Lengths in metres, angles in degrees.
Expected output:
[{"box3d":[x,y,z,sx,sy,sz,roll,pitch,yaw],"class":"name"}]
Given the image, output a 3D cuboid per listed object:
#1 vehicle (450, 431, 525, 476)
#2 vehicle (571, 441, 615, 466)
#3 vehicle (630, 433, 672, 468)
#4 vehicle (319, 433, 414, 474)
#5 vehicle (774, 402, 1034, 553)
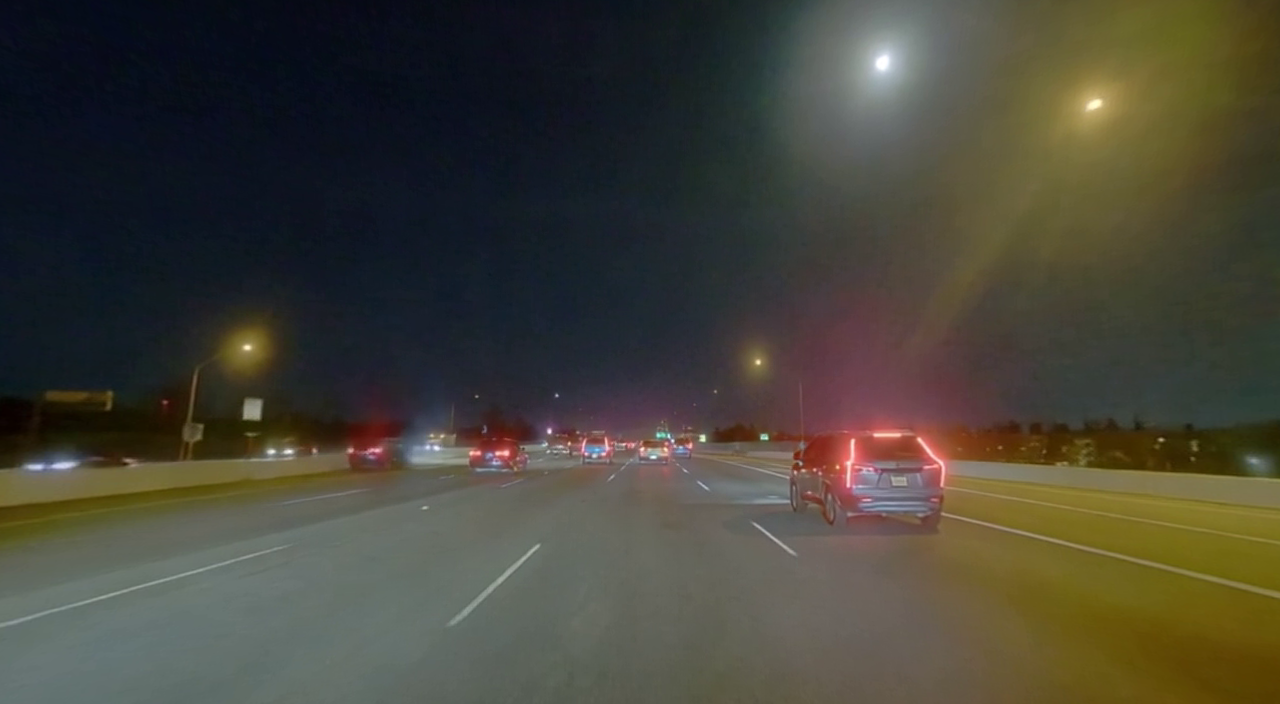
[{"box3d":[-6.100,4.111,25.745,1.946,1.688,4.019,0,-8,1],"class":"vehicle"},{"box3d":[-2.677,5.945,37.081,2.205,1.406,4.286,0,-8,1],"class":"vehicle"},{"box3d":[0.606,5.325,34.240,2.133,1.739,3.925,0,-8,1],"class":"vehicle"},{"box3d":[-12.364,4.600,28.916,2.076,1.701,5.093,0,-8,0],"class":"vehicle"},{"box3d":[3.716,1.868,10.061,2.083,1.823,4.627,0,-8,-1],"class":"vehicle"}]
